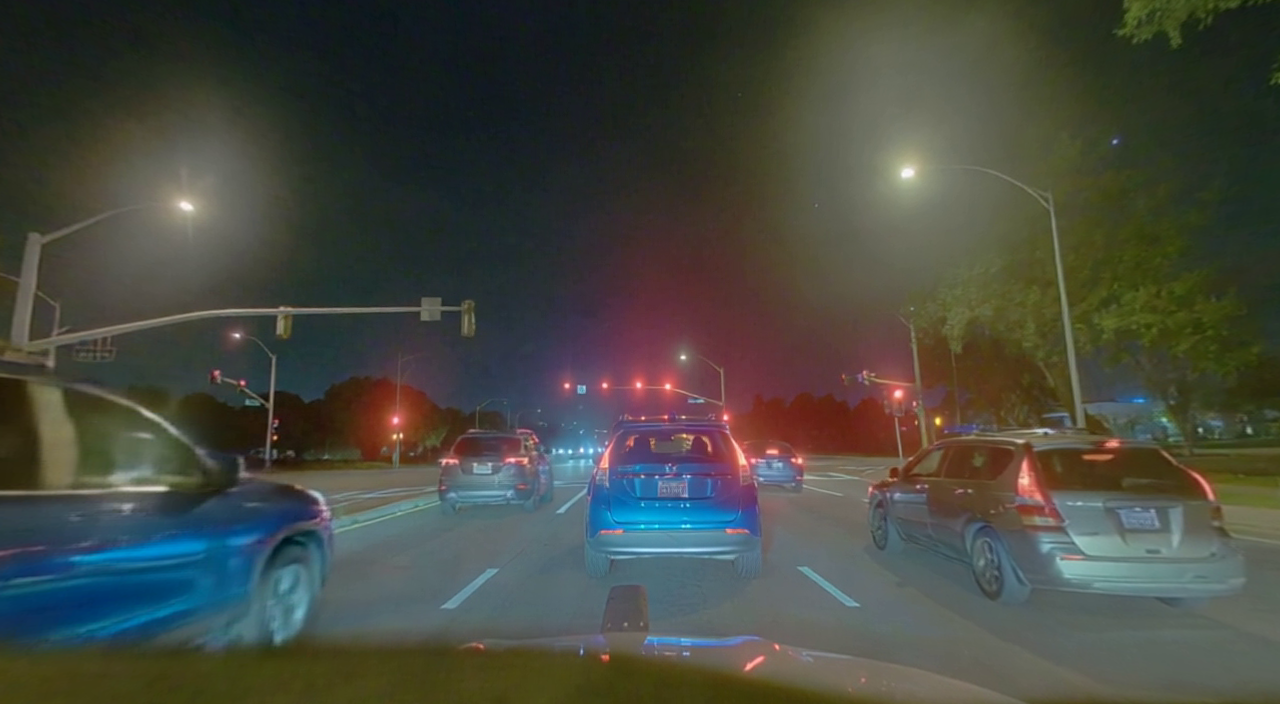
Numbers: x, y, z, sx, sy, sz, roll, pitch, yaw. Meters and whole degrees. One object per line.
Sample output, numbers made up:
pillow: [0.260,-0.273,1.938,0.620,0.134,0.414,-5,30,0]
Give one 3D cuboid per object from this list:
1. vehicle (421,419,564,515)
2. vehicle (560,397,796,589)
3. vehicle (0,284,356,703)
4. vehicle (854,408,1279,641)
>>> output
vehicle: [-3.113,2.575,14.582,2.054,1.814,4.941,0,-8,1]
vehicle: [0.375,1.626,8.074,2.172,1.764,4.338,0,-8,1]
vehicle: [-3.212,0.717,2.173,2.209,1.828,4.847,0,-8,0]
vehicle: [3.913,1.490,6.438,1.954,1.592,3.992,0,-8,-1]
